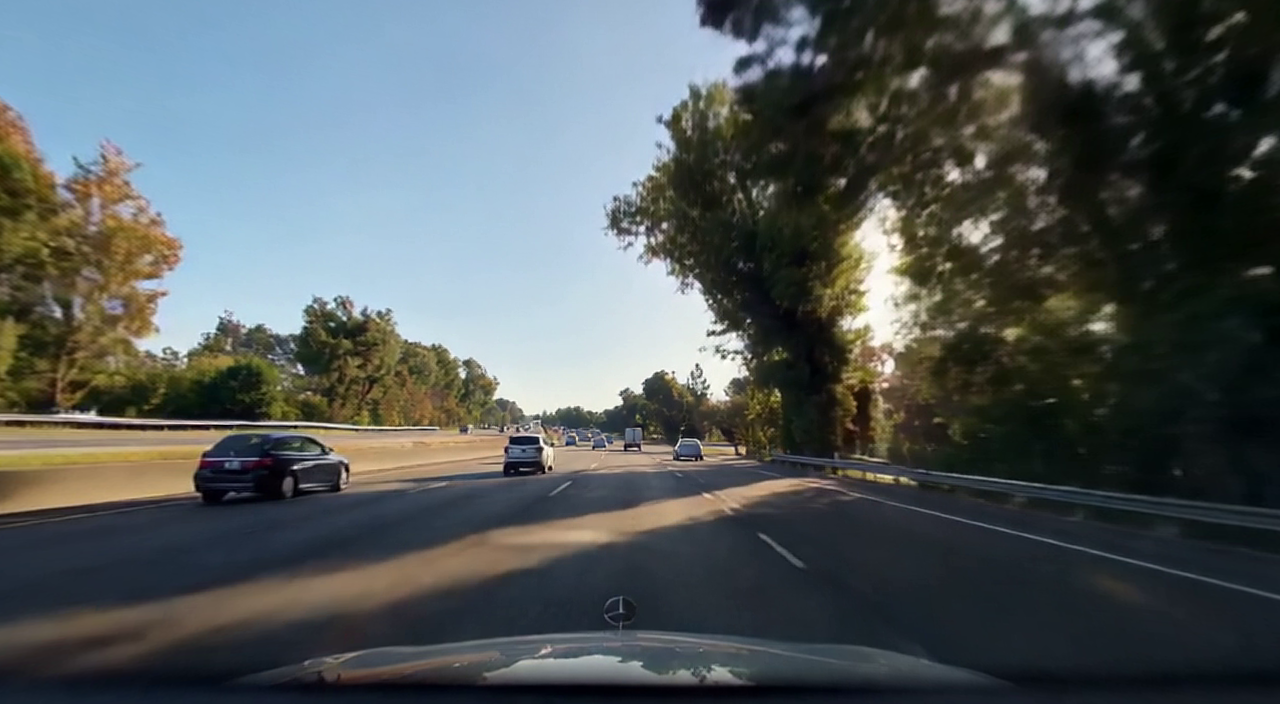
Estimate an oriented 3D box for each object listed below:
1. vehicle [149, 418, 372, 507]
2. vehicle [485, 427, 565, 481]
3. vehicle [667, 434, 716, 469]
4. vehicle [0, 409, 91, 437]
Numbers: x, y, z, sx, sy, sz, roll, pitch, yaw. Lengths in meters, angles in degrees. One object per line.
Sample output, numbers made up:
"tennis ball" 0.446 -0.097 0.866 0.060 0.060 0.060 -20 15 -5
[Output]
"vehicle" -8.323 2.478 14.502 2.237 1.703 4.681 0 -8 -1
"vehicle" -3.911 3.566 22.206 2.002 1.680 4.301 0 -8 0
"vehicle" 2.642 5.210 33.173 2.053 1.698 4.097 0 -8 -2
"vehicle" -34.986 4.228 37.003 1.683 1.458 4.062 0 -8 1
